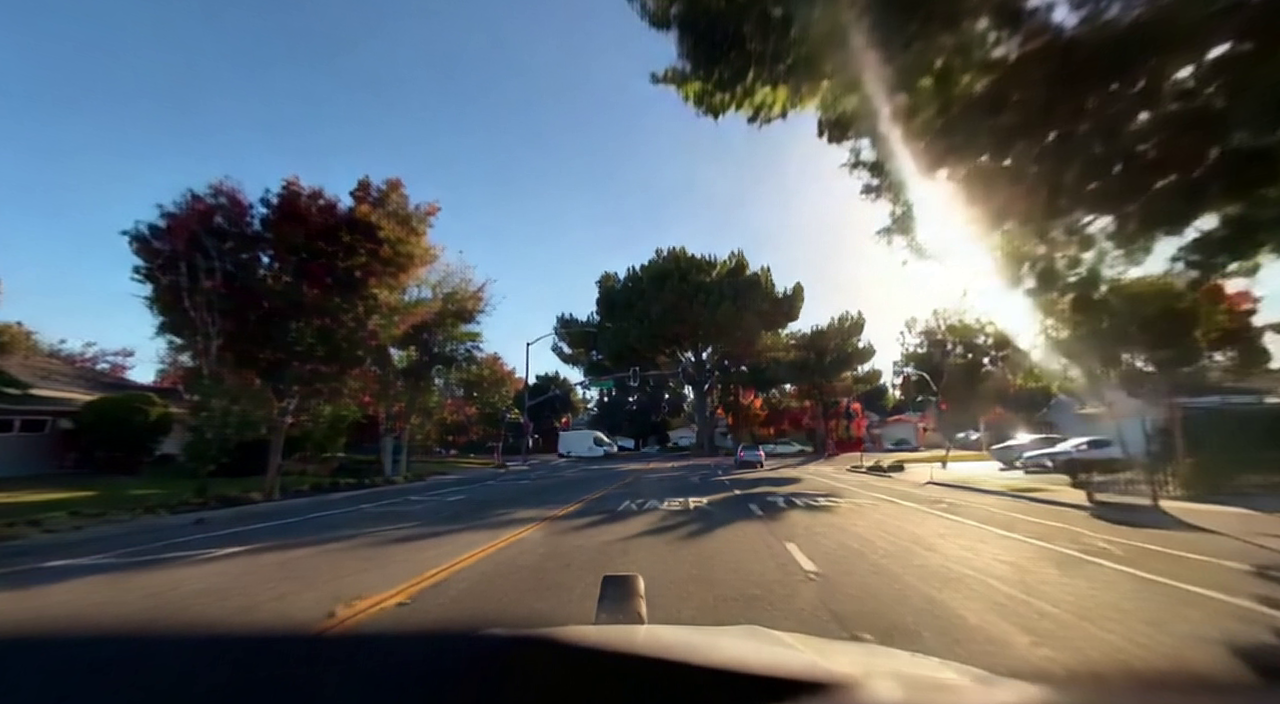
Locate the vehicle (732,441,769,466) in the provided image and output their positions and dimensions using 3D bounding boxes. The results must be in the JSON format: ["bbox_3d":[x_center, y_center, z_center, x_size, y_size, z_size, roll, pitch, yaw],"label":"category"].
[{"bbox_3d":[7.112,6.592,41.146,1.947,1.485,4.336,-1,-9,5],"label":"vehicle"}]

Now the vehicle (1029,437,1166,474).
[{"bbox_3d":[18.814,4.262,26.168,4.104,1.449,1.896,-1,-9,5],"label":"vehicle"}]
